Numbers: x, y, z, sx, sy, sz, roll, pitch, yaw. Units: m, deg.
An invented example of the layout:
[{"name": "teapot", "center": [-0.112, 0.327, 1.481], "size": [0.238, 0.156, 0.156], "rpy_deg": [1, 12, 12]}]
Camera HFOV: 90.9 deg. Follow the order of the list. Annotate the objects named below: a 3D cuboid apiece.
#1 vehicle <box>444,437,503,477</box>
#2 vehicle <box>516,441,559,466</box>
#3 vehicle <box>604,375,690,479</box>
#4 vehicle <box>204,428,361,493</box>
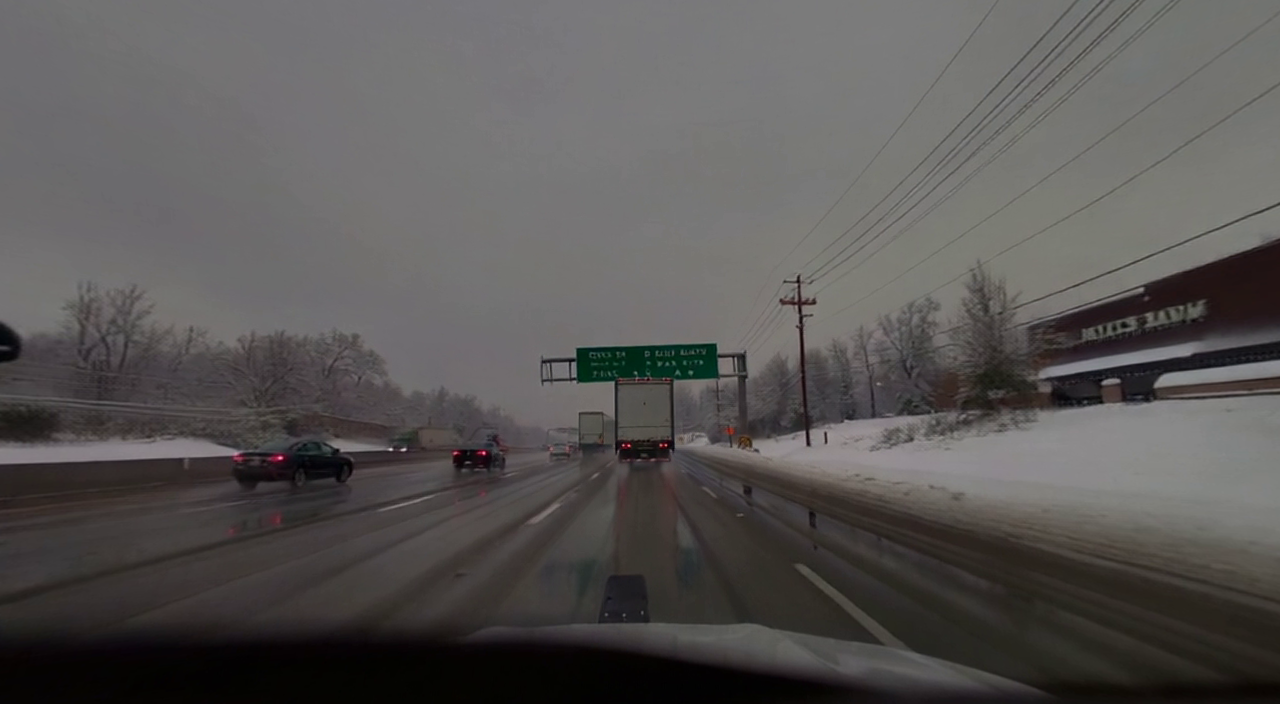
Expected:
[{"name": "vehicle", "center": [-6.971, 4.419, 26.671], "size": [1.736, 1.580, 2.778], "rpy_deg": [0, -9, 0]}, {"name": "vehicle", "center": [-6.163, 6.164, 38.430], "size": [1.933, 1.459, 4.478], "rpy_deg": [0, -9, -1]}, {"name": "vehicle", "center": [0.177, 3.318, 26.853], "size": [2.941, 3.604, 9.851], "rpy_deg": [0, -9, -1]}, {"name": "vehicle", "center": [-10.921, 3.357, 19.801], "size": [2.046, 1.779, 4.752], "rpy_deg": [0, -9, 1]}]
